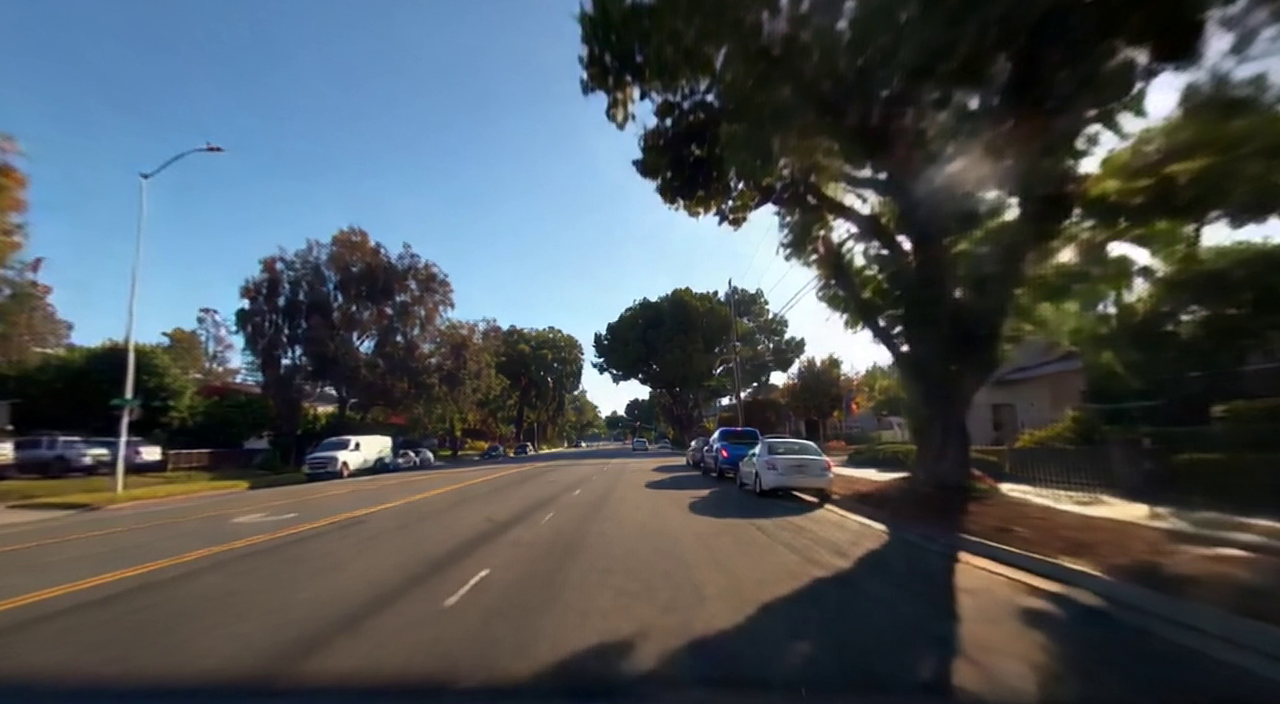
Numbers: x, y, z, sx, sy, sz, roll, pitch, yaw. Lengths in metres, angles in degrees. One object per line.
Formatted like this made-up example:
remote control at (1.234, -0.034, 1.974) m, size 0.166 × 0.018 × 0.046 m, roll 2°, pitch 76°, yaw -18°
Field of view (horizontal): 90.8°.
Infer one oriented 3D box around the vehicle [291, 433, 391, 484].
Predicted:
vehicle at (-13.867, 4.952, 29.781) m, size 2.155 × 1.991 × 5.722 m, roll -3°, pitch -8°, yaw -2°

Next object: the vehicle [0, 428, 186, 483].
vehicle at (-21.940, 4.086, 25.027) m, size 6.230 × 1.991 × 2.456 m, roll -1°, pitch -8°, yaw 7°

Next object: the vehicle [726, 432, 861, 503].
vehicle at (3.564, 2.794, 15.798) m, size 1.911 × 1.471 × 5.151 m, roll 0°, pitch -8°, yaw -2°
